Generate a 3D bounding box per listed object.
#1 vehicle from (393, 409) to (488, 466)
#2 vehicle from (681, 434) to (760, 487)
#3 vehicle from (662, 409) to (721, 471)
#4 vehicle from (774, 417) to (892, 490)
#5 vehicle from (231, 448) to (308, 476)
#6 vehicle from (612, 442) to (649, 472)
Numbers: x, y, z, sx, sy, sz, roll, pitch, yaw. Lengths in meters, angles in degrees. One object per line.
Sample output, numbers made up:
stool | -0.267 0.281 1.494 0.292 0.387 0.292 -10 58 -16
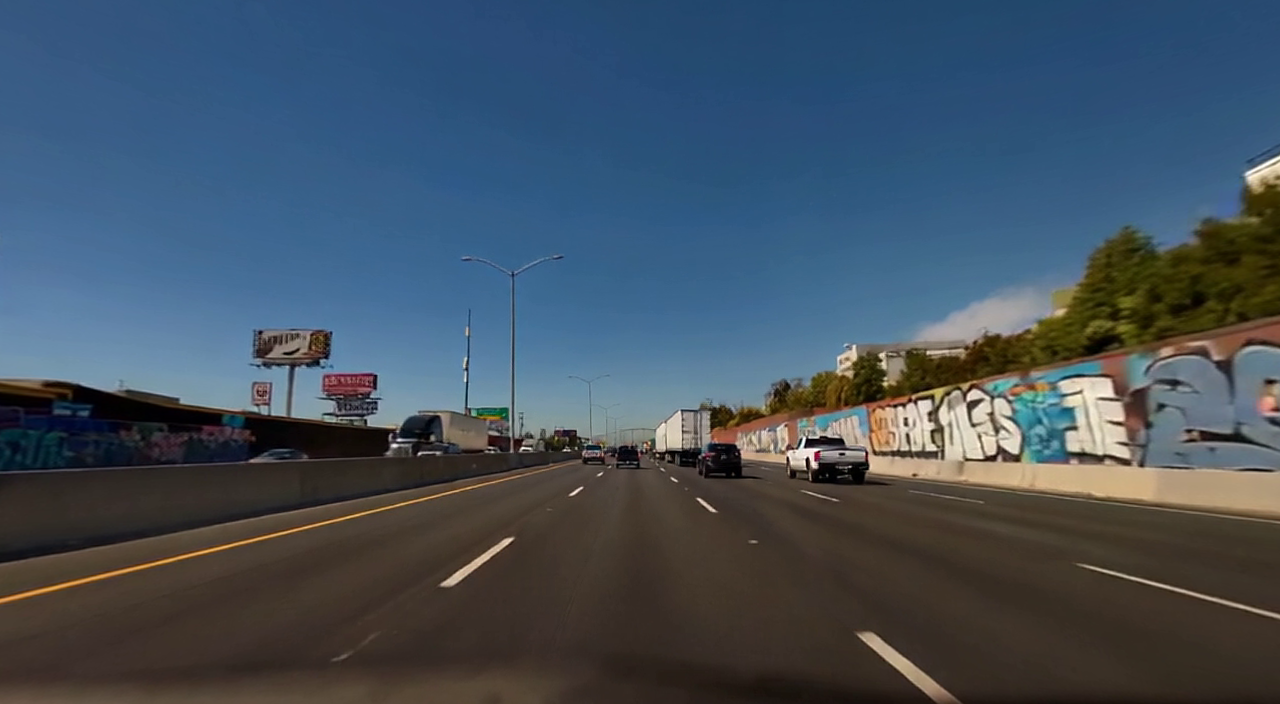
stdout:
vehicle | -14.156 6.396 46.383 3.011 3.586 12.393 0 -9 0
vehicle | 3.000 4.203 24.824 2.249 1.843 5.176 0 -9 -2
vehicle | 3.348 6.239 44.455 2.976 3.806 10.591 0 -9 -2
vehicle | 7.040 3.834 24.067 2.322 2.360 6.433 0 -9 -1
vehicle | -20.684 6.138 35.467 1.812 1.467 4.068 0 -9 0
vehicle | -0.586 6.189 37.338 2.073 1.640 3.990 0 -9 -1
